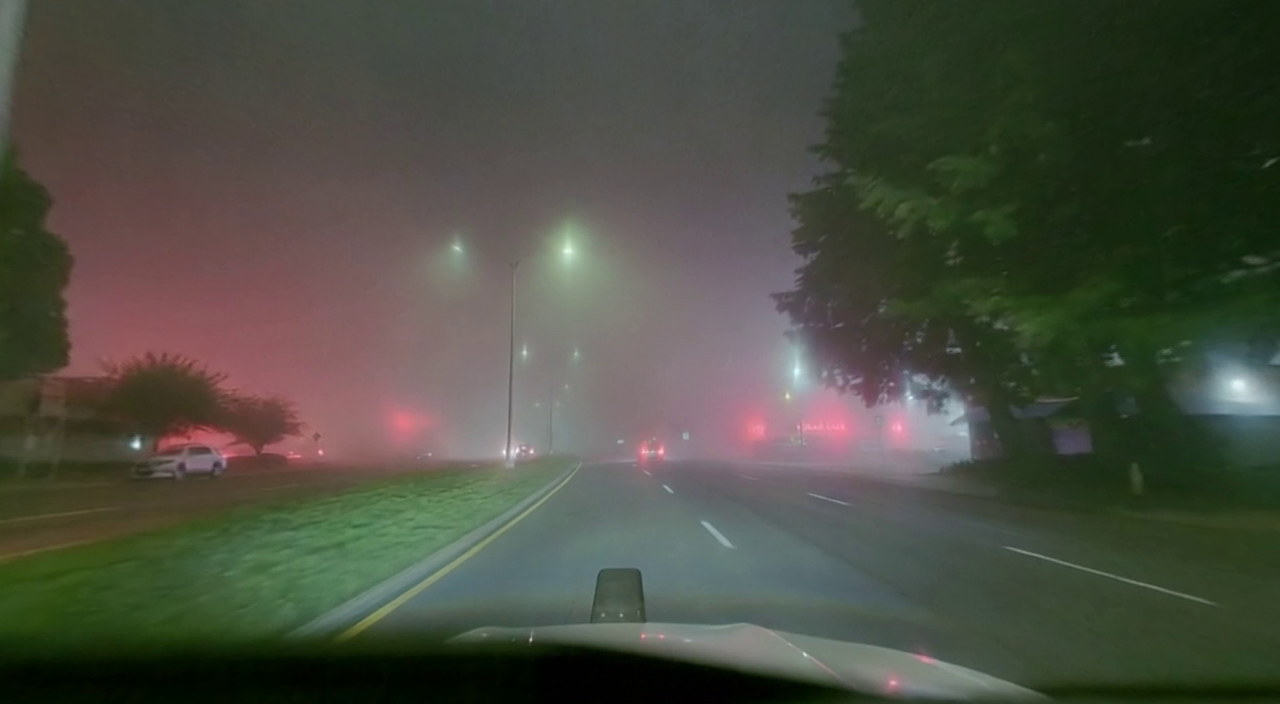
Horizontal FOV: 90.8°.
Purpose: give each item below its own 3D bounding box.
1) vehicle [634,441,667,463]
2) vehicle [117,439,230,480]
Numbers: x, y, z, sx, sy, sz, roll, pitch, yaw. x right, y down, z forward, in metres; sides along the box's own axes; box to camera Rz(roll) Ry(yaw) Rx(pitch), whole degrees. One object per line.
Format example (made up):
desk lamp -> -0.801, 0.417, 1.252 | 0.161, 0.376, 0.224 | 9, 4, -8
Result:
vehicle -> 0.706, 7.195, 45.486 | 1.913, 1.473, 4.360 | 1, -9, -5
vehicle -> -20.428, 4.721, 27.942 | 1.874, 1.651, 4.259 | 0, -9, -3
